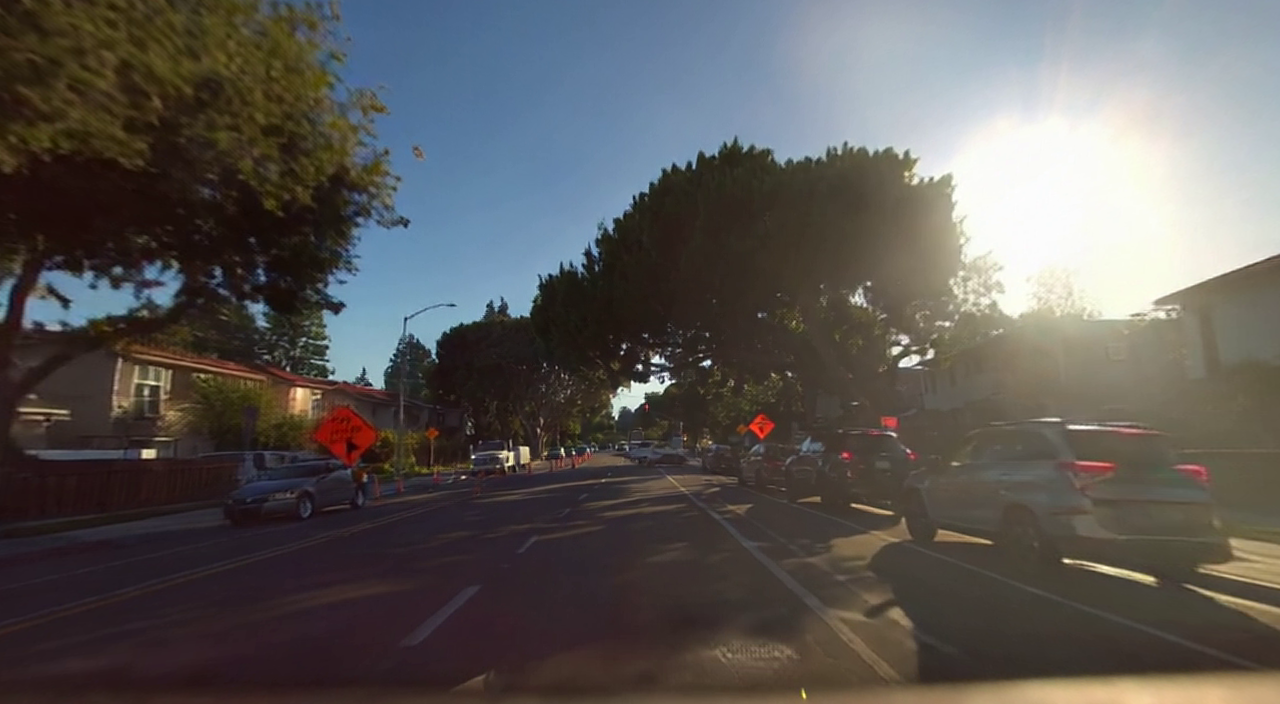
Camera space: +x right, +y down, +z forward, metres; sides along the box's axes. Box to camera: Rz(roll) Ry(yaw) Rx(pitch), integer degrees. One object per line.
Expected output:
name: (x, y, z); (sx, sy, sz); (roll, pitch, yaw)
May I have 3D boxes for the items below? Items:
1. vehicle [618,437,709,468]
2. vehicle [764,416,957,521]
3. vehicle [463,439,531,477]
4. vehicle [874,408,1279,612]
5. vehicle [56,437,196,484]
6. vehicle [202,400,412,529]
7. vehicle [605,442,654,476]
vehicle: (1.452, 6.439, 40.367); (5.503, 1.853, 2.218); (-6, -11, 37)
vehicle: (4.739, 2.631, 14.826); (2.279, 1.946, 5.925); (0, -9, -1)
vehicle: (-8.325, 6.213, 37.328); (2.659, 2.047, 6.014); (0, -9, 0)
vehicle: (4.938, 1.699, 7.782); (2.225, 1.715, 4.755); (0, -9, 0)
vehicle: (-23.179, 4.882, 28.502); (4.491, 2.031, 2.045); (0, -8, 1)
vehicle: (-7.673, 2.642, 15.185); (2.526, 2.631, 4.228); (0, -9, 2)
vehicle: (-0.418, 5.003, 29.706); (2.151, 1.481, 4.084); (0, -9, 1)
